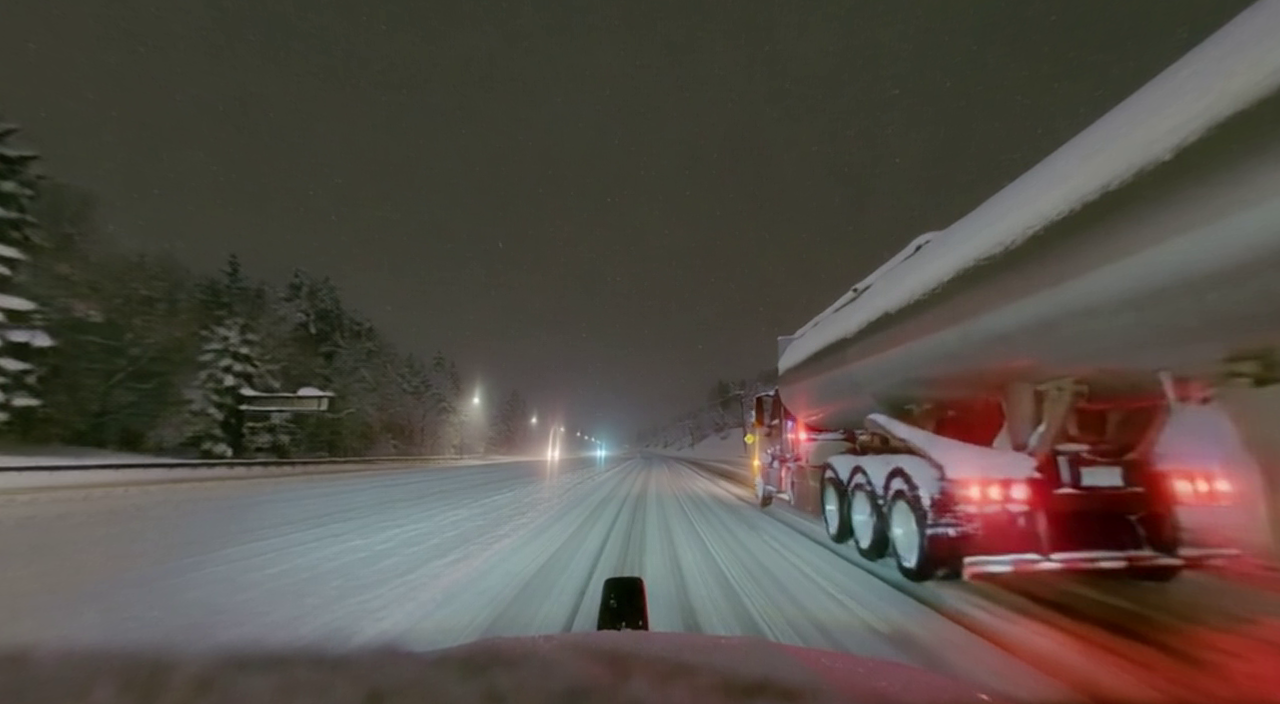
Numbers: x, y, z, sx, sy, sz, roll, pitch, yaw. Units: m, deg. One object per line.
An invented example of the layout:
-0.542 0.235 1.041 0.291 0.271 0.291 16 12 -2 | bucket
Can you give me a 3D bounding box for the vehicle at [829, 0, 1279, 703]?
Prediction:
4.134 -0.037 1.610 2.880 3.624 14.397 0 -9 0 | vehicle
